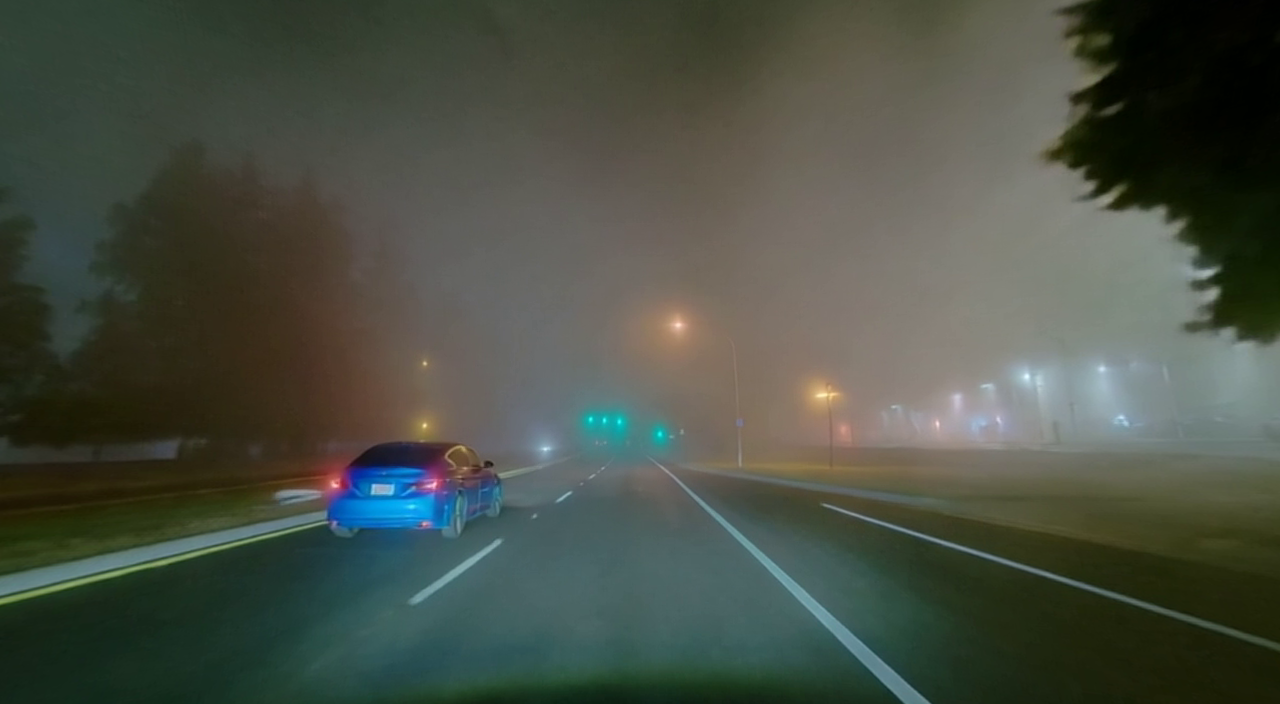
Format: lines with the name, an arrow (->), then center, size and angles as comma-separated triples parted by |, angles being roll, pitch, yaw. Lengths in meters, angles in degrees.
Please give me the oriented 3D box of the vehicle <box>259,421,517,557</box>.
vehicle -> -3.156, 1.801, 9.006 | 1.964, 1.472, 4.078 | 0, -8, 0
